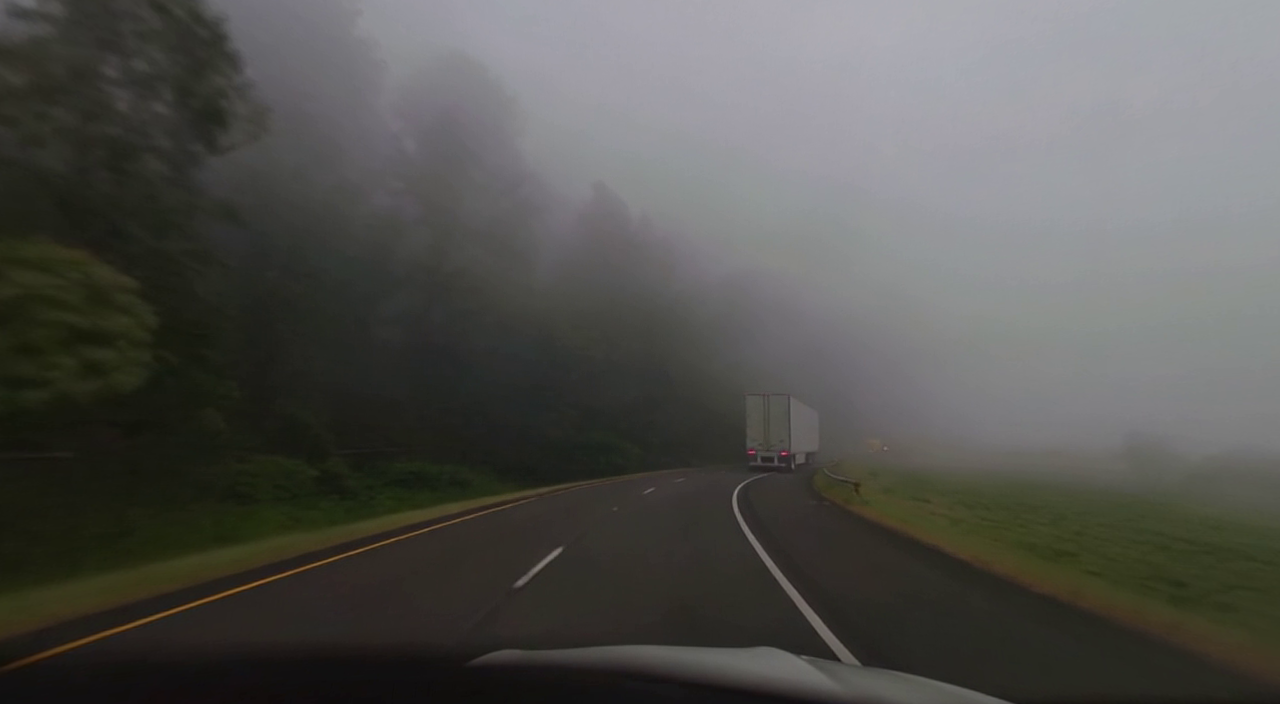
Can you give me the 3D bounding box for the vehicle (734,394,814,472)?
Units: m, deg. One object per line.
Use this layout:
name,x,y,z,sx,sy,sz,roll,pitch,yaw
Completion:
vehicle,9.052,5.442,40.847,3.087,4.178,13.682,-3,-9,20
